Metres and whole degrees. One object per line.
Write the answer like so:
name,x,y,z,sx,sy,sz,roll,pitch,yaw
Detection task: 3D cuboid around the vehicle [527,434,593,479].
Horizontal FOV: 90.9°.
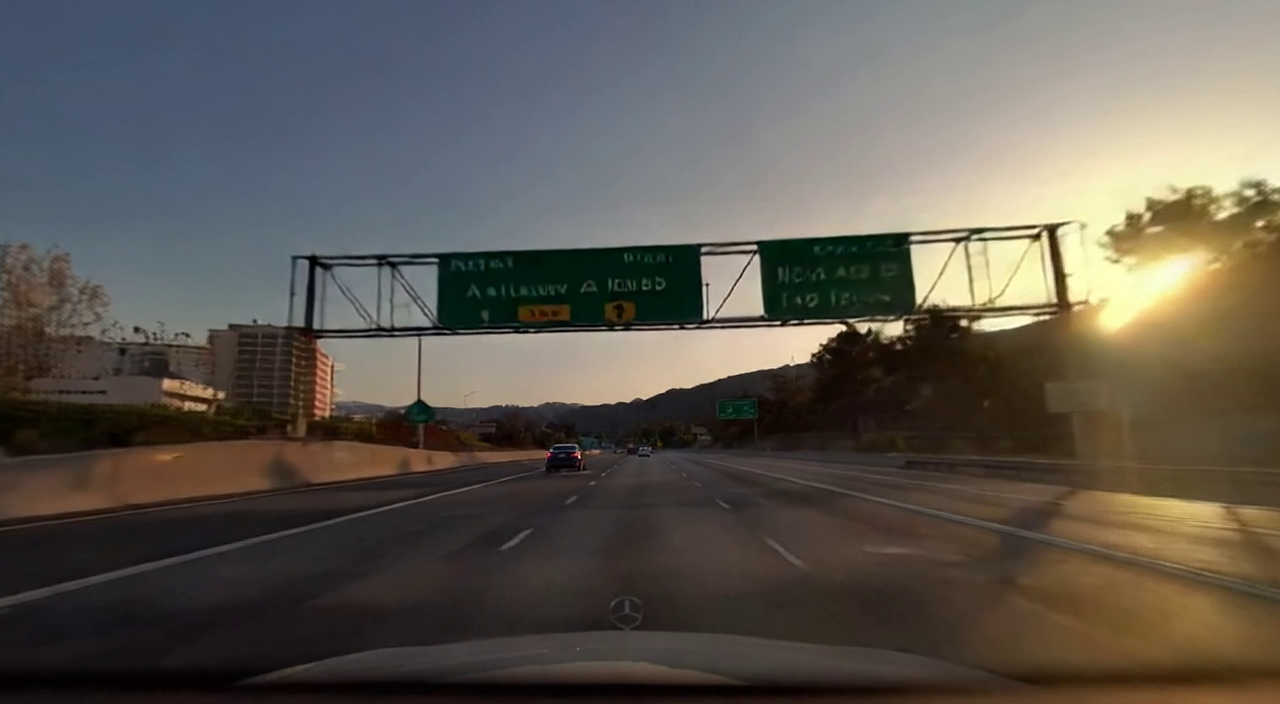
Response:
vehicle,-3.189,4.274,26.054,2.072,1.706,4.359,0,-8,1
